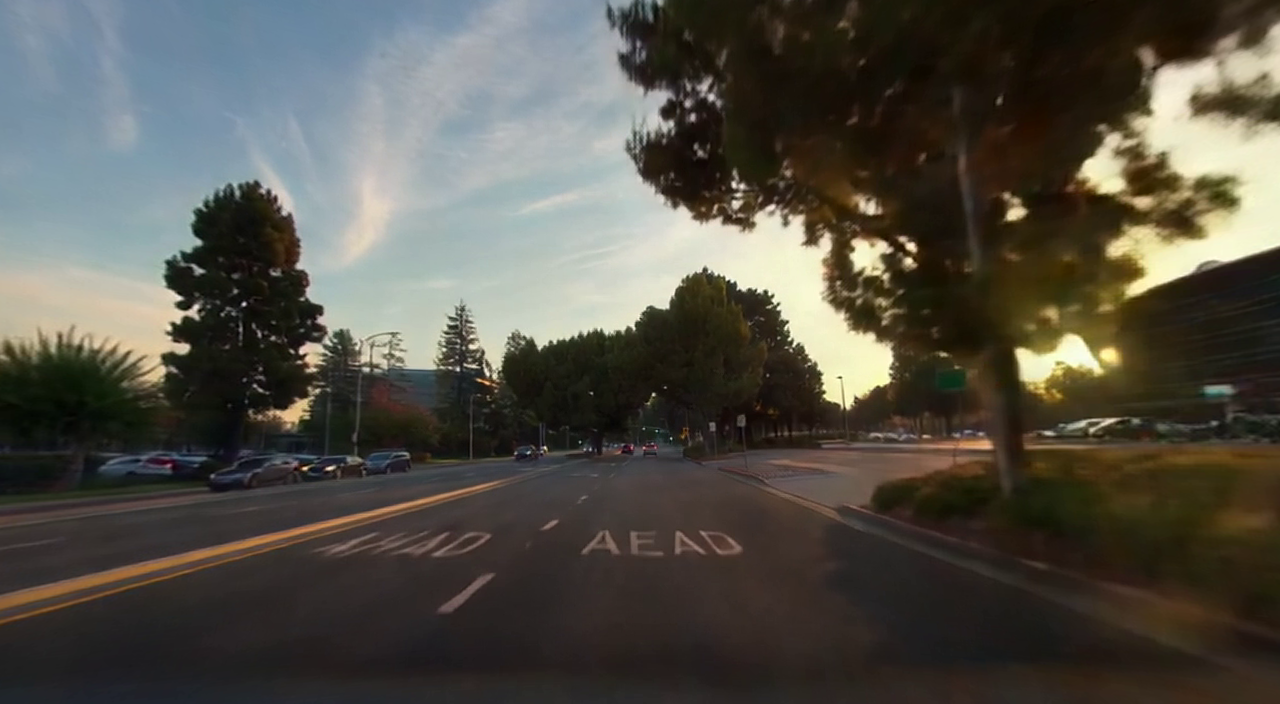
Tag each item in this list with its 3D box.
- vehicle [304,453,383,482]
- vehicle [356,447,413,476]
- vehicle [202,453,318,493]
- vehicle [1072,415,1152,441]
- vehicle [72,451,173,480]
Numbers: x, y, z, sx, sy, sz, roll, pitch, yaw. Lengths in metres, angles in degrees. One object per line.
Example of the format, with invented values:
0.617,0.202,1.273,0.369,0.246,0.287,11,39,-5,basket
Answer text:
-17.151,6.679,36.586,1.955,1.486,5.112,-1,-8,2,vehicle
-17.045,7.290,42.119,1.998,1.724,4.486,-3,-9,0,vehicle
-17.090,5.429,28.612,2.014,1.515,5.027,-1,-8,2,vehicle
30.046,4.909,40.139,1.829,1.496,4.642,-1,-8,5,vehicle
-28.079,6.145,34.159,3.759,1.462,1.873,1,-8,-3,vehicle
